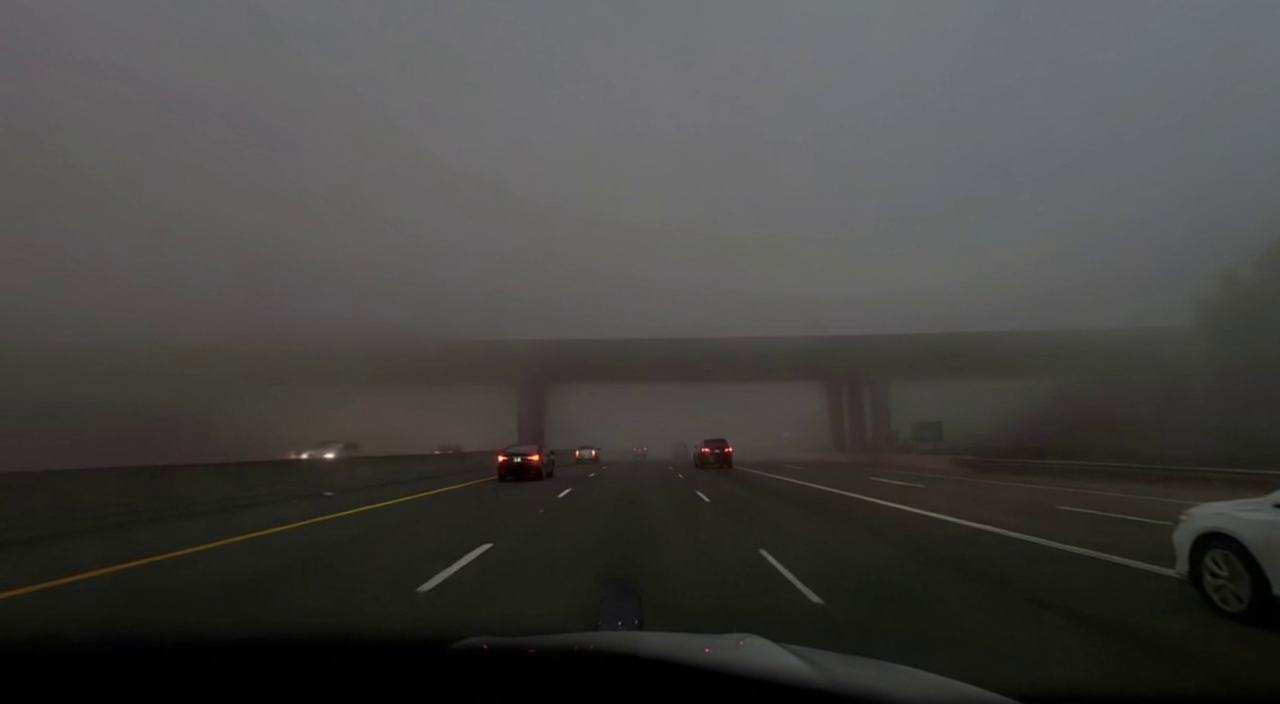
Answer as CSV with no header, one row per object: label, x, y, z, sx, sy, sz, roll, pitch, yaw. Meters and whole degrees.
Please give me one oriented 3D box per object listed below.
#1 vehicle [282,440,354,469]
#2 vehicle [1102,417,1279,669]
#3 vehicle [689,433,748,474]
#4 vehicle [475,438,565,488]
vehicle,-18.878,6.000,37.258,2.124,1.591,4.419,0,-8,-3
vehicle,4.731,1.016,2.957,1.989,1.472,4.322,0,-8,3
vehicle,3.514,4.652,29.113,2.072,1.761,4.242,0,-8,-2
vehicle,-3.902,3.669,21.338,1.997,1.476,4.703,0,-8,2
